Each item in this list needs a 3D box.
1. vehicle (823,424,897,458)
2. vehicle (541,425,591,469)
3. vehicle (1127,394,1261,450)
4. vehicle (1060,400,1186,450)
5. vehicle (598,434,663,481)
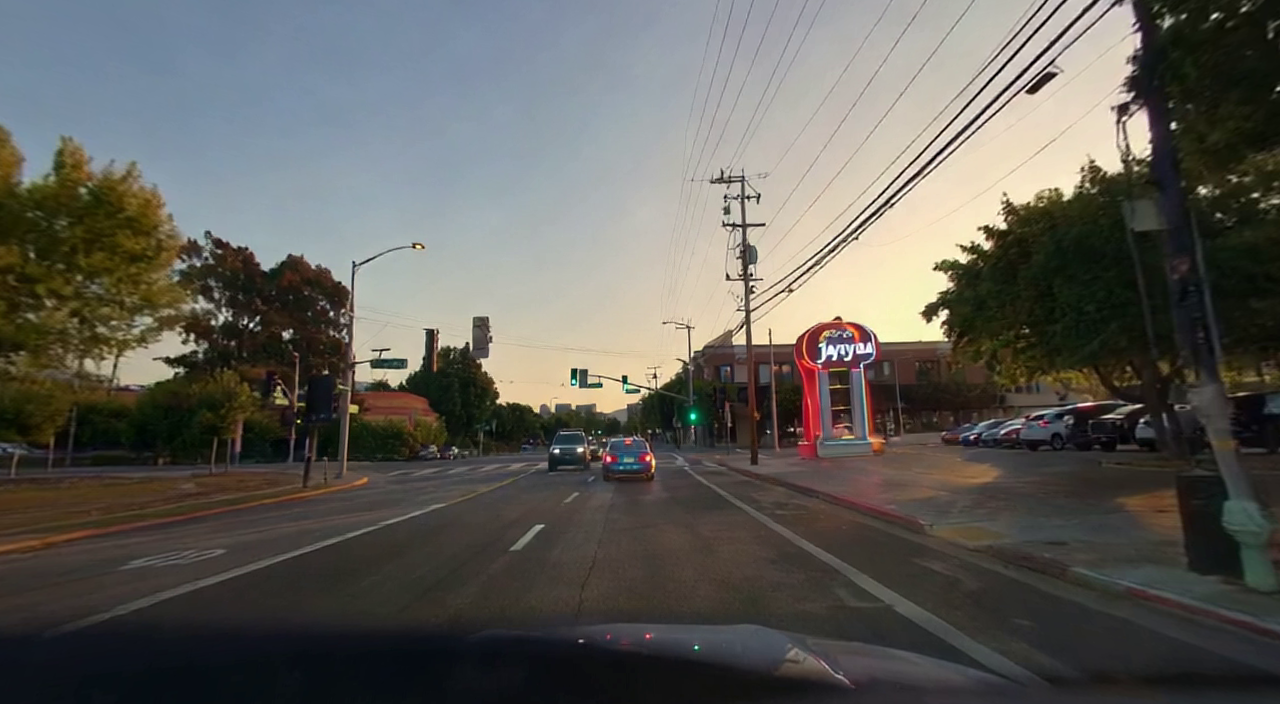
[{"bbox_3d":[10.139,4.162,29.458,1.888,1.455,4.268,0,-8,0],"label":"vehicle"},{"bbox_3d":[-3.465,4.429,29.430,2.106,1.852,4.512,1,-8,-7],"label":"vehicle"},{"bbox_3d":[18.760,2.425,21.365,3.791,1.720,1.992,4,-9,-27],"label":"vehicle"},{"bbox_3d":[18.331,2.815,23.942,4.206,1.722,2.100,4,-9,-28],"label":"vehicle"},{"bbox_3d":[-0.394,3.651,22.134,2.070,1.481,4.216,0,-8,-3],"label":"vehicle"}]
